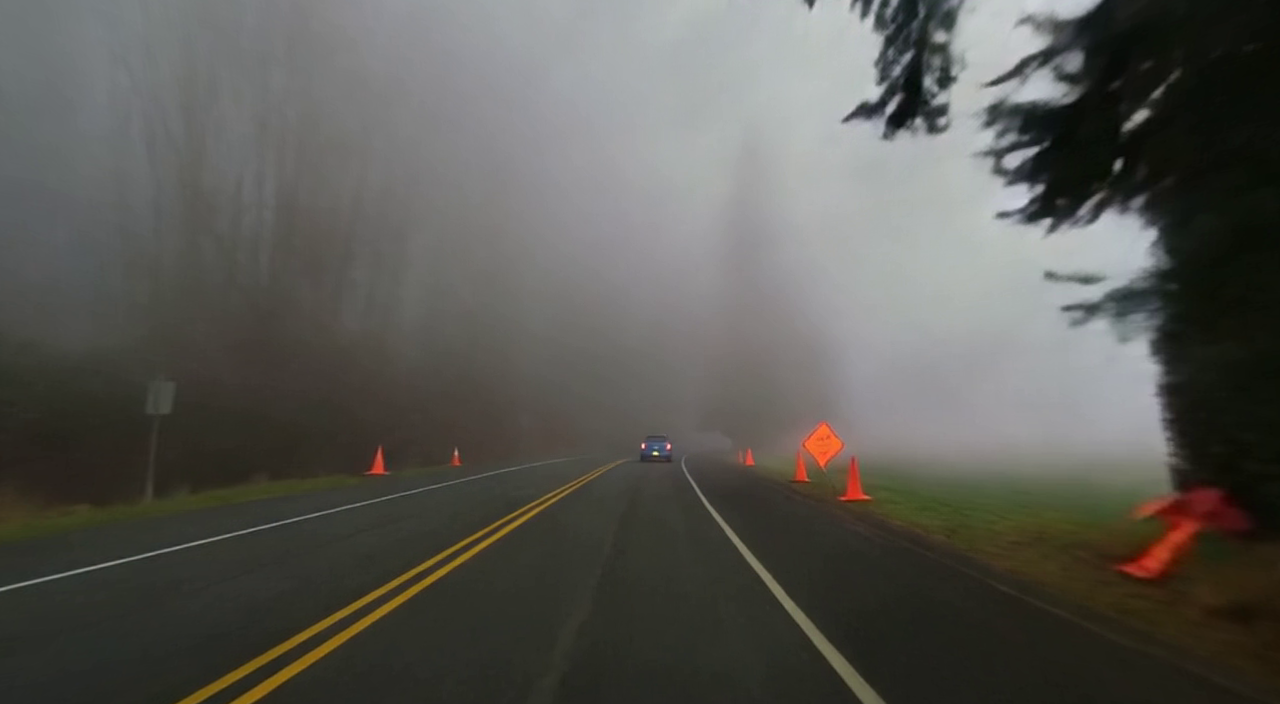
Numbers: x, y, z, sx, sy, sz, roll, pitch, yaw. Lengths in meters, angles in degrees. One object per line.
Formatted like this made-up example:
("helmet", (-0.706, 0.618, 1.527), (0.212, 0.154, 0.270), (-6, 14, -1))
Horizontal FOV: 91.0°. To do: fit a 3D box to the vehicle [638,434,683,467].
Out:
("vehicle", (0.994, 4.749, 30.593), (2.042, 1.489, 3.963), (-1, -8, 2))
